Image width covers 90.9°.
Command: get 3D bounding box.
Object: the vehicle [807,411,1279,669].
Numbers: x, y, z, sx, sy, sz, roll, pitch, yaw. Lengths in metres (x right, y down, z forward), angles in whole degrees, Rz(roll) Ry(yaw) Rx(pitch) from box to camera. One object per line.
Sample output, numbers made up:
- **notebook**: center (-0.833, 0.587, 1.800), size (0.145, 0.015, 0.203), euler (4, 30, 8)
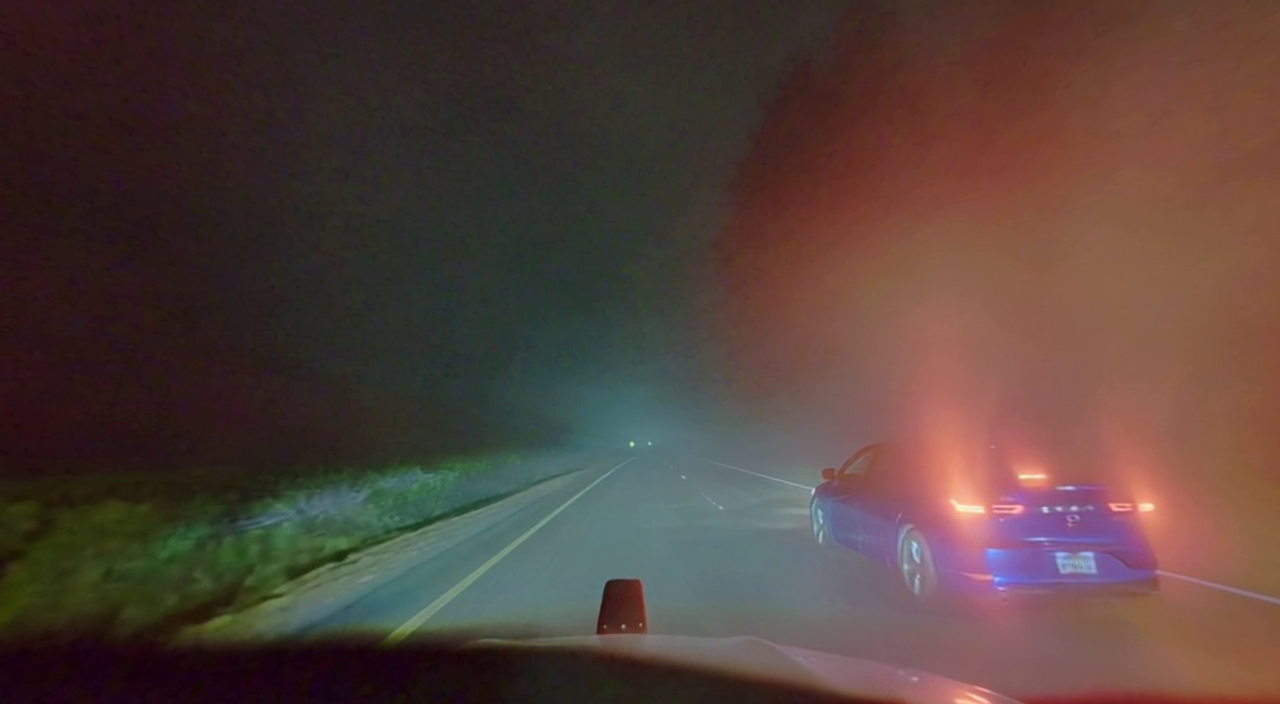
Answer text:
- **vehicle**: center (3.182, 1.415, 5.923), size (2.003, 1.466, 4.441), euler (-1, -8, 0)
